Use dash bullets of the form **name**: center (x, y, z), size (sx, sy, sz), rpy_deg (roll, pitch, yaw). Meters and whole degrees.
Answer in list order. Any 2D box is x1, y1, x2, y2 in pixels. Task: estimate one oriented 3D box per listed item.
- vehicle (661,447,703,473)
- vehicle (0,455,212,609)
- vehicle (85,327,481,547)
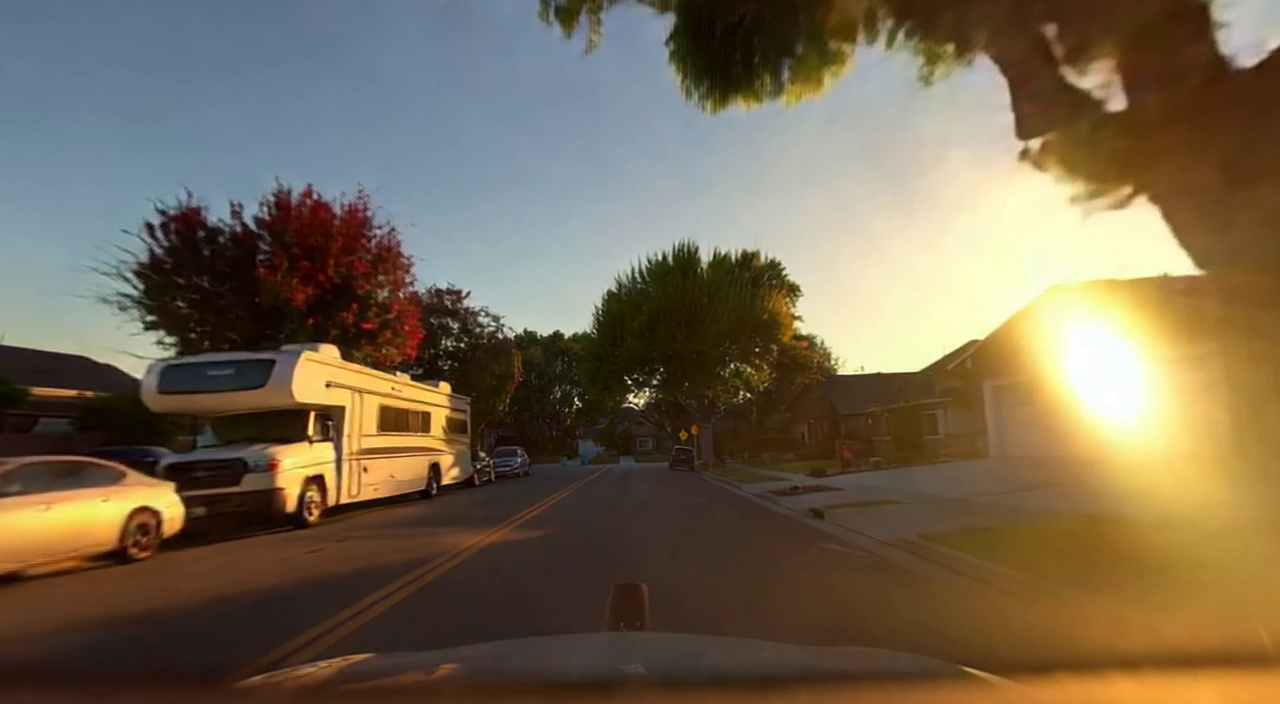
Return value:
- **vehicle**: center (2.554, 6.713, 39.511), size (2.167, 1.479, 4.597), rpy_deg (0, -8, -2)
- **vehicle**: center (-7.236, 1.892, 6.915), size (1.932, 1.438, 4.552), rpy_deg (0, -8, 0)
- **vehicle**: center (-7.114, 2.314, 15.963), size (3.103, 3.479, 11.801), rpy_deg (0, -10, 0)
